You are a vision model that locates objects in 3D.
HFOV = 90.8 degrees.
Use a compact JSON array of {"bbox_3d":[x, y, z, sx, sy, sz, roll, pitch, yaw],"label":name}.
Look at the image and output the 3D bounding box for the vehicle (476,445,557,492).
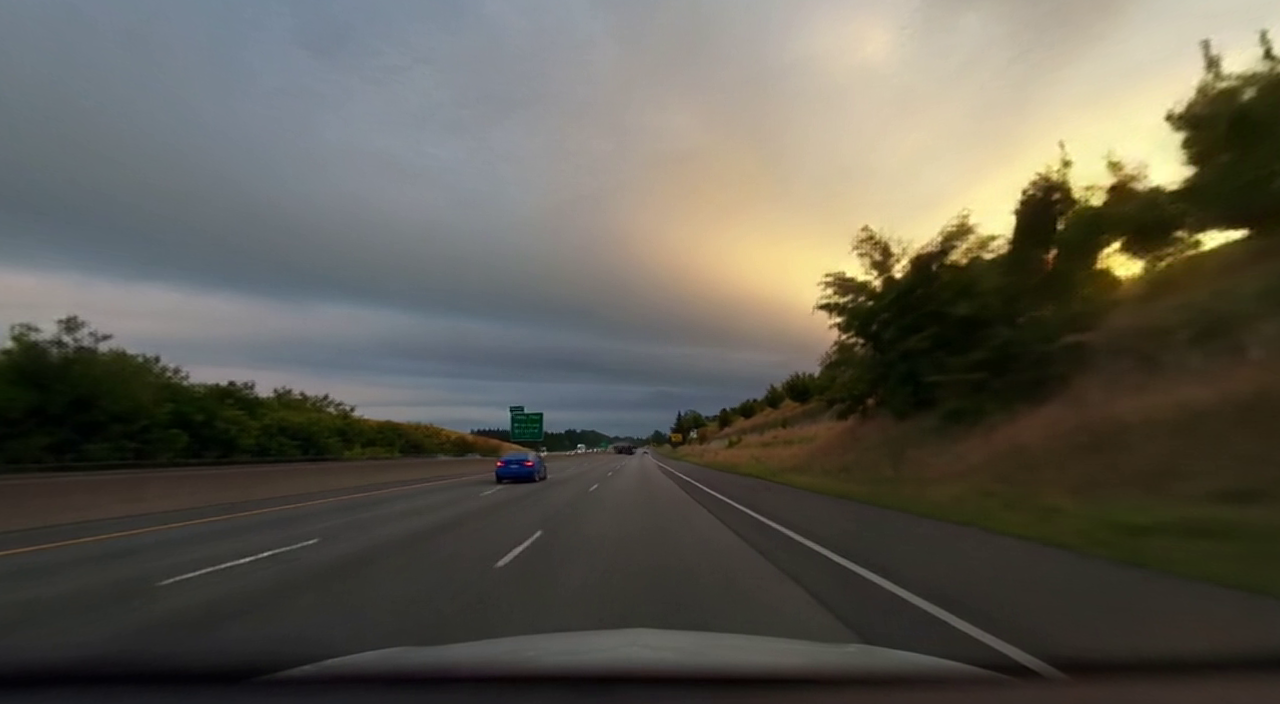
[{"bbox_3d":[-4.382,4.190,23.018,2.121,1.537,3.852,0,-9,1],"label":"vehicle"}]
